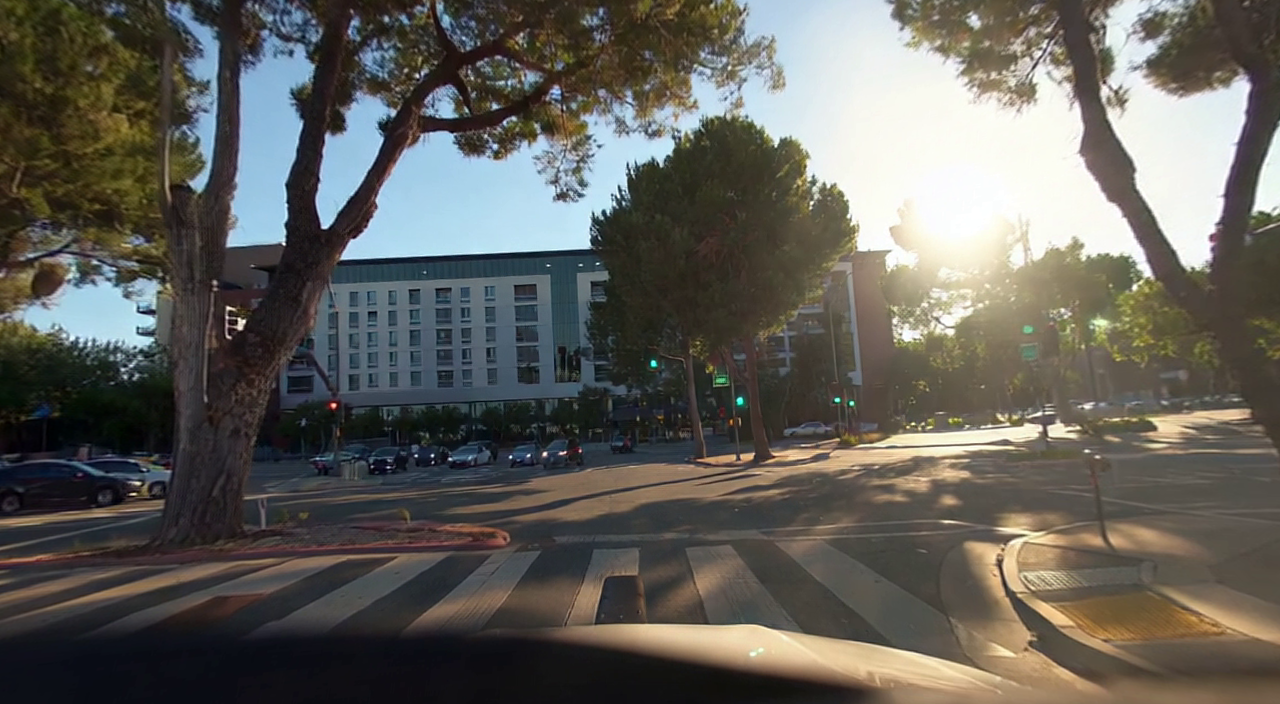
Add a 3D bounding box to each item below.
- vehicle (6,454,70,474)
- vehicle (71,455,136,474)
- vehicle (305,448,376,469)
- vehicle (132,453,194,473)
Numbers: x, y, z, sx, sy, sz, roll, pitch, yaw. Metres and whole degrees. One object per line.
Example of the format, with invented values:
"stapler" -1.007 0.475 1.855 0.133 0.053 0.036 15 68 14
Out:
"vehicle" -46.320 8.619 48.659 1.627 1.392 3.330 0 -9 -1
"vehicle" -41.337 8.677 48.773 1.651 1.379 3.787 0 -9 0
"vehicle" -21.941 7.788 46.409 4.207 1.508 1.875 0 -9 2
"vehicle" -36.441 8.504 48.356 1.709 1.410 3.945 0 -9 -1
